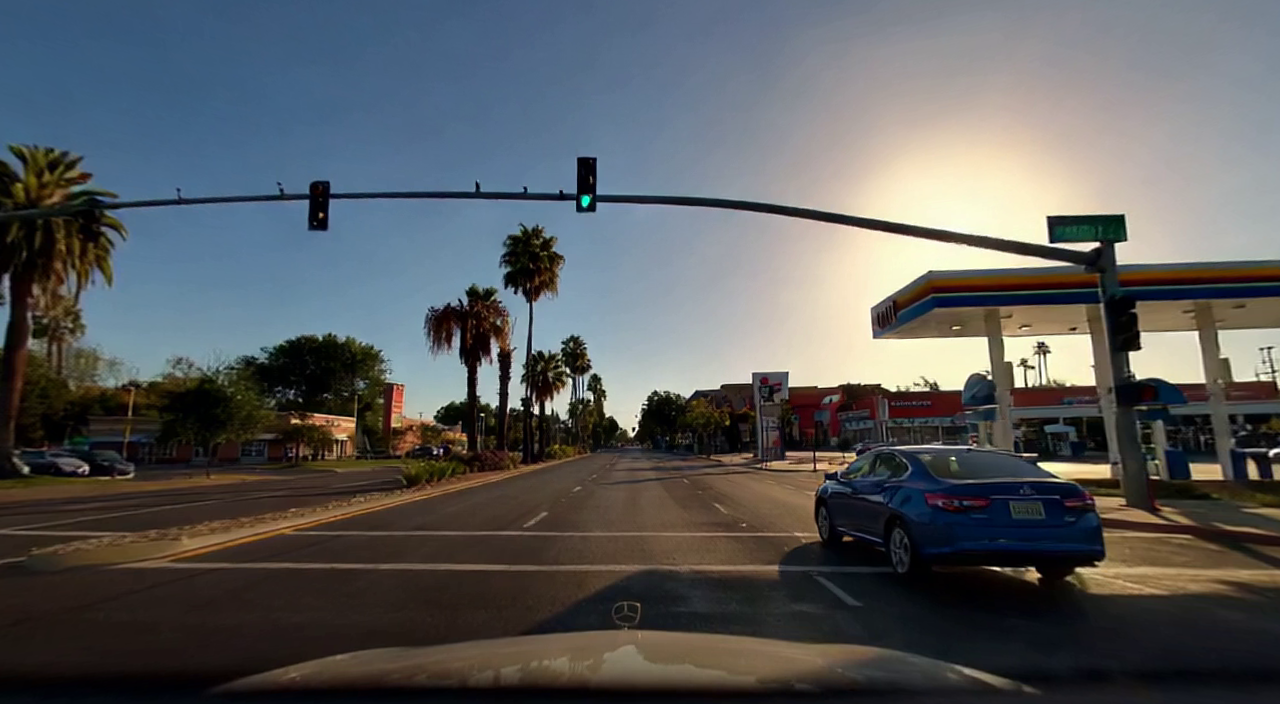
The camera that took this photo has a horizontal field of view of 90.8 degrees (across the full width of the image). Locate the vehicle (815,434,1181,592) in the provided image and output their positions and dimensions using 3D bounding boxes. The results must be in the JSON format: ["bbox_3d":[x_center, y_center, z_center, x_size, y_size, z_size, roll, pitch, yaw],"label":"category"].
[{"bbox_3d":[3.938,1.807,8.050,1.978,1.442,4.262,0,-8,-3],"label":"vehicle"}]

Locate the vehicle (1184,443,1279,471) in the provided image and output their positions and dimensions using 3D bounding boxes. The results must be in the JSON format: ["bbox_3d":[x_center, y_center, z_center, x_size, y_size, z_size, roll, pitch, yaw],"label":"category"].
[{"bbox_3d":[33.683,5.904,35.679,4.010,1.497,1.991,0,-8,-1],"label":"vehicle"}]

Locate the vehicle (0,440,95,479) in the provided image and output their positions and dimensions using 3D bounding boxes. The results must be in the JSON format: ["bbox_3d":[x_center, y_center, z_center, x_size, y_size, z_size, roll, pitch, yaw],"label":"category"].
[{"bbox_3d":[-32.810,5.779,34.268,1.987,1.959,5.016,0,-8,-1],"label":"vehicle"}]
